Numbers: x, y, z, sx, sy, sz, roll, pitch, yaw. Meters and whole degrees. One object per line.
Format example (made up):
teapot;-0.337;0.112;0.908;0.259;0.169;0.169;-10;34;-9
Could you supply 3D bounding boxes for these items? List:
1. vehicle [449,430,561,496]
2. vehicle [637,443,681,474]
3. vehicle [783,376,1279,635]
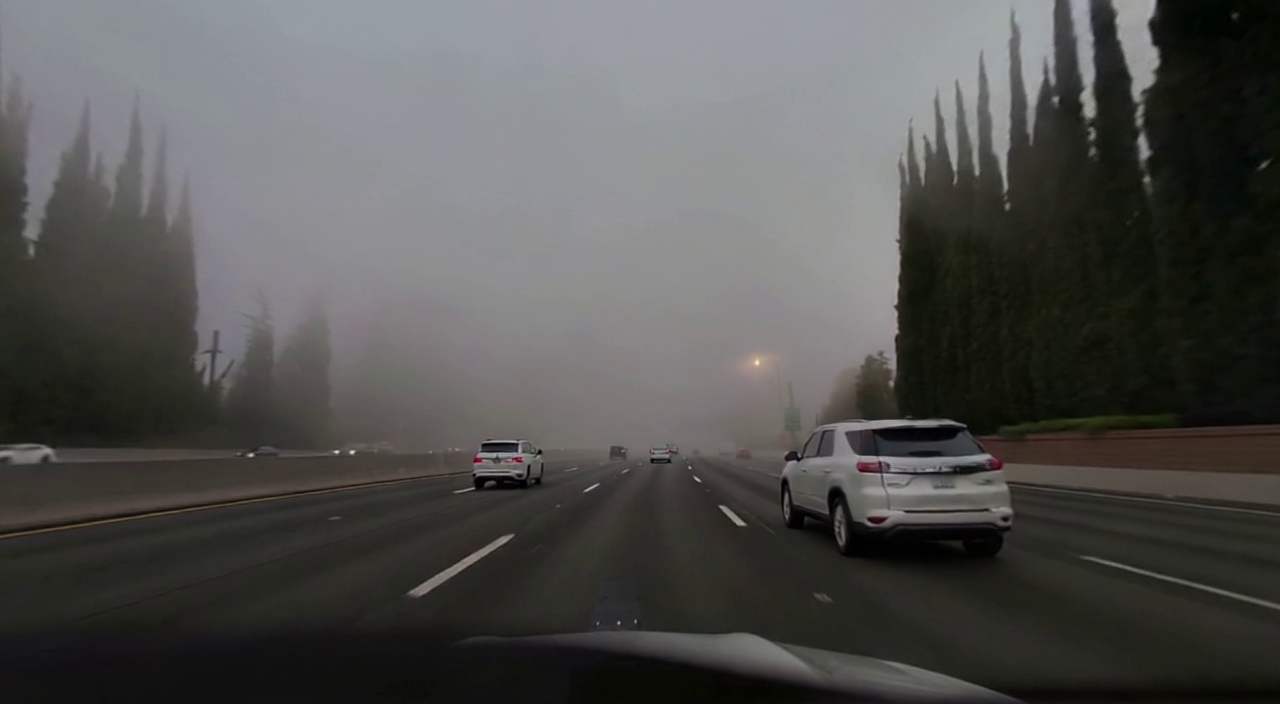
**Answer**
vehicle;-3.793;3.216;18.657;2.260;1.706;4.177;0;-9;2
vehicle;1.017;5.565;33.228;2.146;1.485;4.332;0;-9;2
vehicle;3.479;1.480;7.192;2.463;1.851;5.122;0;-9;-1
